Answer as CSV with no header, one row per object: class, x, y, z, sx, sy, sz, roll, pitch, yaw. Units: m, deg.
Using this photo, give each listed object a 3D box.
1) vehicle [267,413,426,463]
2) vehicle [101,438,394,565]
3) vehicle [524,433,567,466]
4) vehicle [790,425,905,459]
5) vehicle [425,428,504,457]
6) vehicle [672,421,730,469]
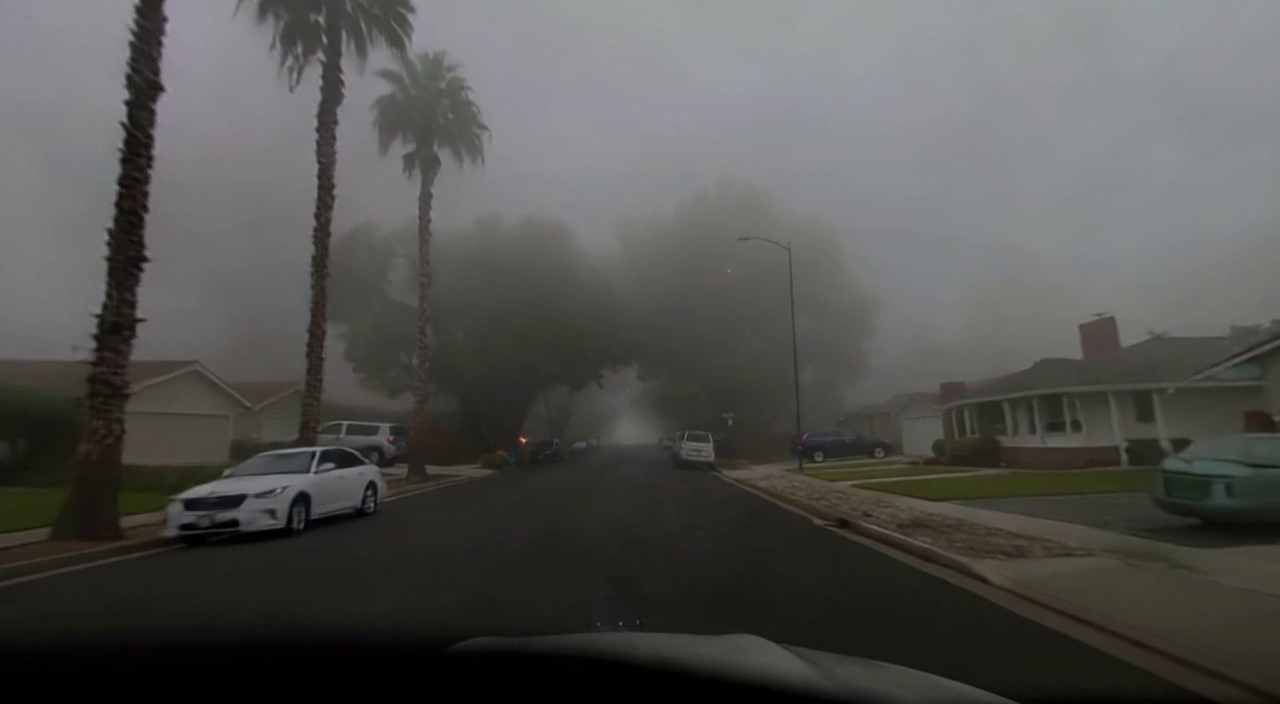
vehicle,-11.936,3.555,26.054,5.340,1.948,2.398,0,-8,0
vehicle,-5.730,2.149,10.103,1.949,1.511,4.466,0,-7,-2
vehicle,-5.739,5.950,39.001,2.147,1.823,4.725,0,-7,-2
vehicle,9.465,4.152,29.086,4.643,1.520,1.826,0,-8,1
vehicle,-12.336,6.422,44.684,4.991,1.947,2.329,0,-8,-3
vehicle,2.777,4.437,30.207,2.184,2.038,6.212,0,-8,1
